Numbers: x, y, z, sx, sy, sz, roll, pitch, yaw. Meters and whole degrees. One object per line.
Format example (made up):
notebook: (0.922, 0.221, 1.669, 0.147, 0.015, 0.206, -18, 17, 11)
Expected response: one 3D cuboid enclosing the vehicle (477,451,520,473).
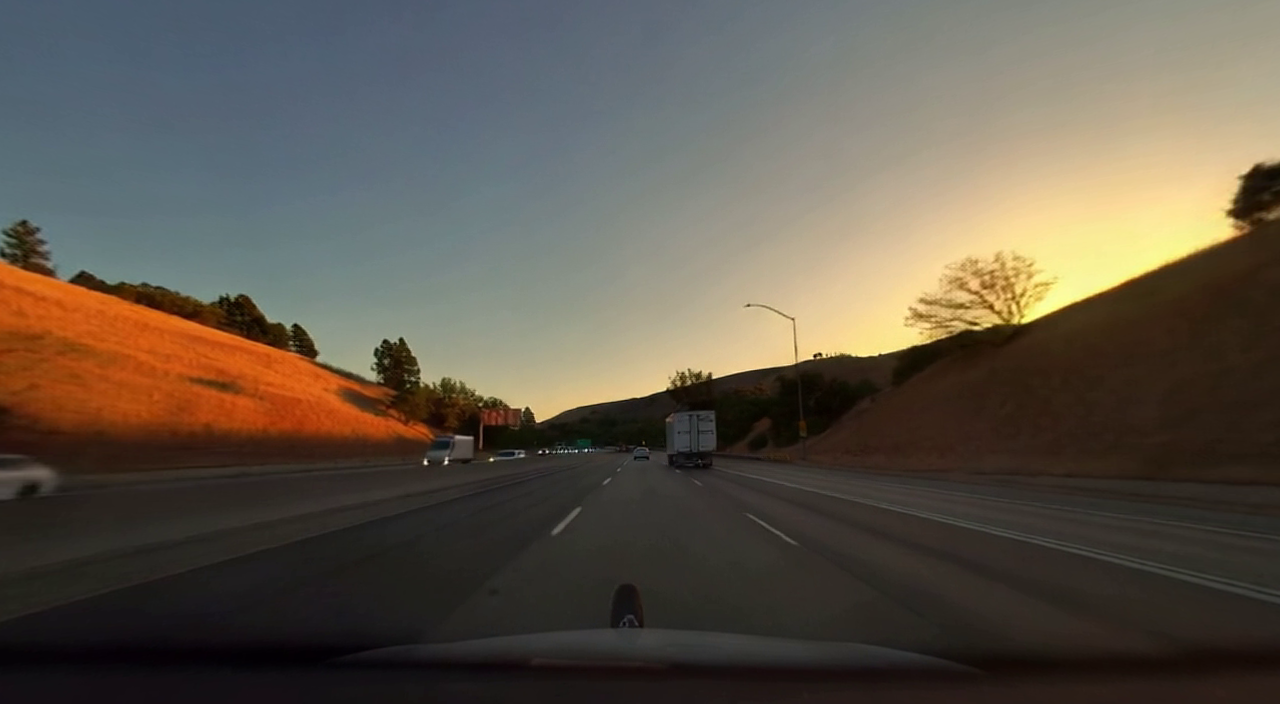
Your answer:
vehicle: (-10.283, 7.993, 46.085, 1.933, 1.504, 4.606, 0, -9, 1)
